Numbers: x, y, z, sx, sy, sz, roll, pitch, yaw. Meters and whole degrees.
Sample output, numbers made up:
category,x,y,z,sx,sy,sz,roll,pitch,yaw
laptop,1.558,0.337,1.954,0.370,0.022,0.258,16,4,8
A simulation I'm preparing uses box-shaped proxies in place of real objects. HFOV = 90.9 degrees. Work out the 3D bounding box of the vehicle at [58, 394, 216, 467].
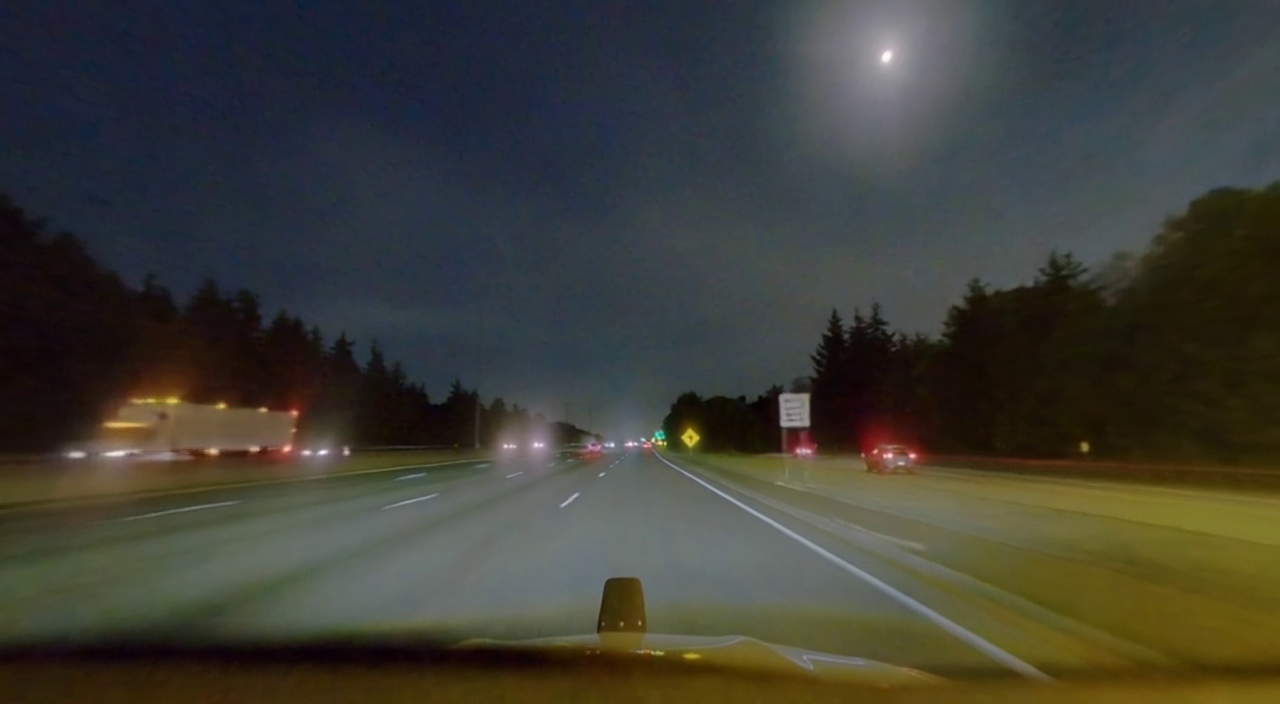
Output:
category,x,y,z,sx,sy,sz,roll,pitch,yaw
vehicle,-28.262,4.595,35.971,3.003,3.733,6.945,0,-9,1

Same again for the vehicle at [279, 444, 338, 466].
category,x,y,z,sx,sy,sz,roll,pitch,yaw
vehicle,-23.713,7.397,45.264,1.836,1.450,4.415,0,-9,-1
